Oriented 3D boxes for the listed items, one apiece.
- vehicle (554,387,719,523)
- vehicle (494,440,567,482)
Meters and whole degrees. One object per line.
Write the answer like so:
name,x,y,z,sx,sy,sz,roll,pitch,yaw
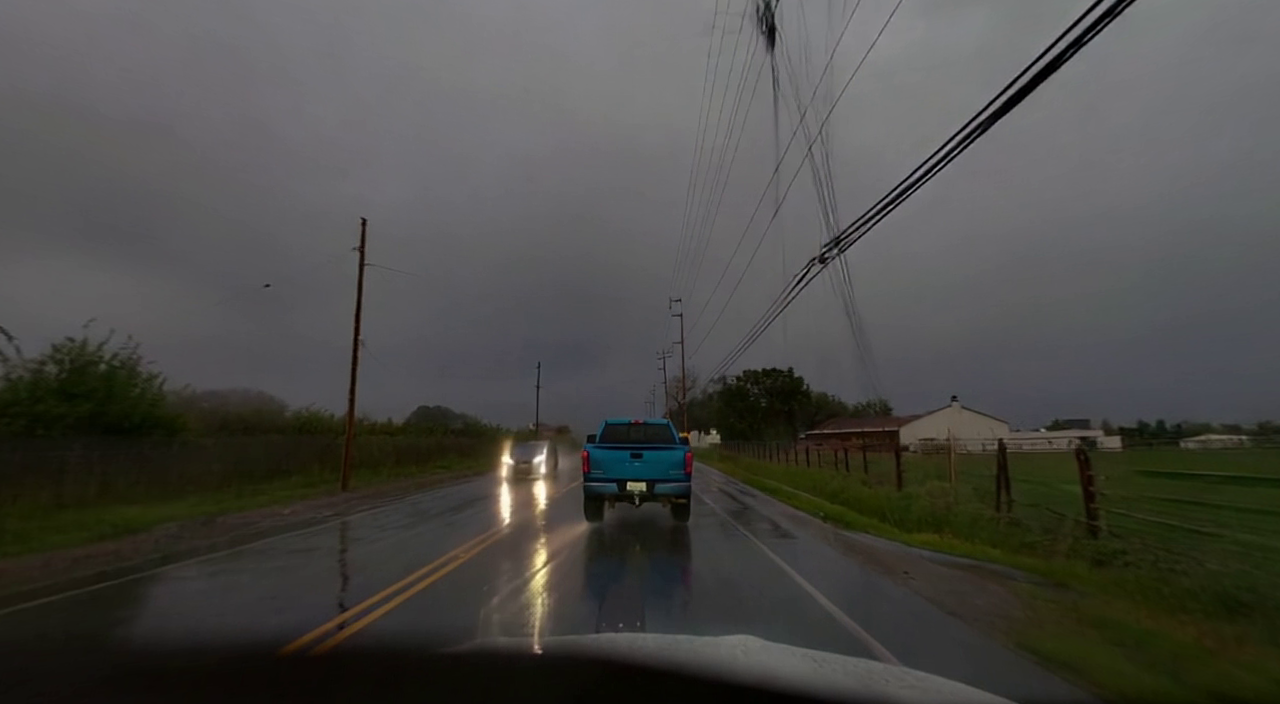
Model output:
vehicle,-0.087,2.116,13.352,2.693,2.223,5.885,0,-8,-1
vehicle,-4.101,4.177,24.414,1.974,1.455,4.289,0,-8,1
